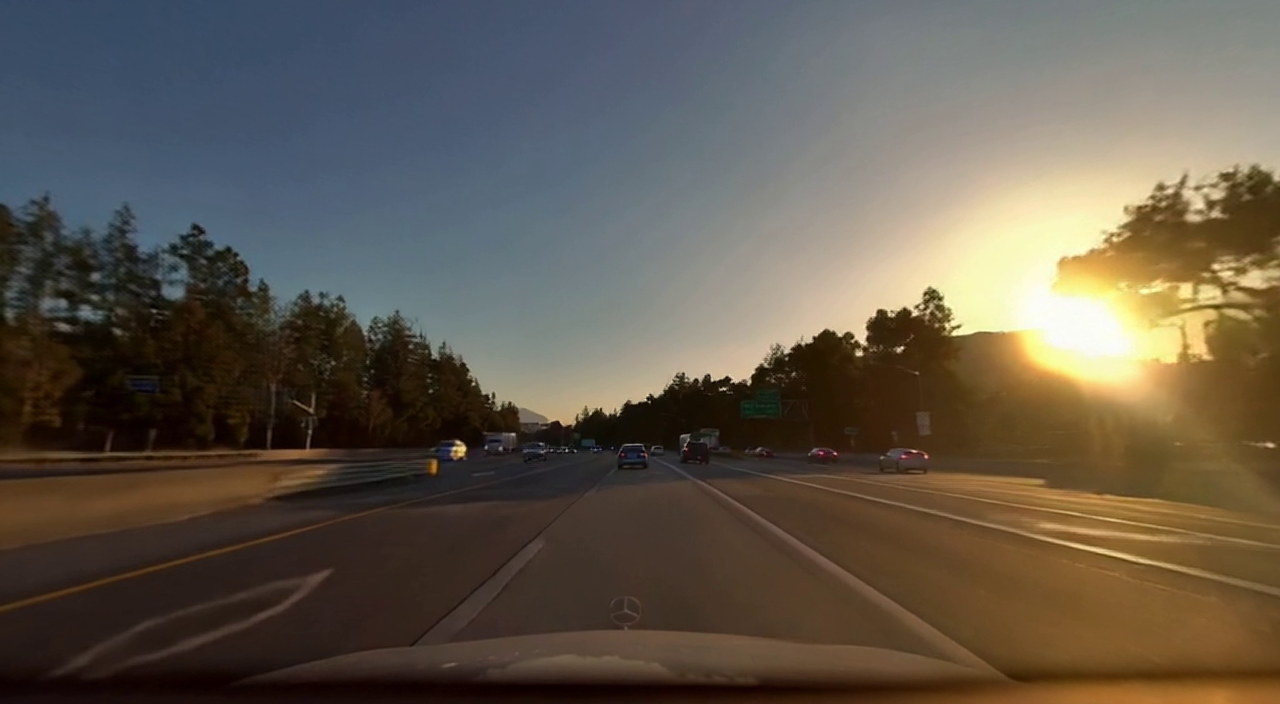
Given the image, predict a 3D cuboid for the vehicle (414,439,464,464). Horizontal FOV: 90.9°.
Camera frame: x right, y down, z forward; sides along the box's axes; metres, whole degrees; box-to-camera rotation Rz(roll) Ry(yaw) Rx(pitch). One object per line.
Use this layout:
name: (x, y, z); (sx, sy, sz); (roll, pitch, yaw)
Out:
vehicle: (-14.599, 7.270, 46.112); (2.122, 1.708, 4.690); (0, -8, 0)

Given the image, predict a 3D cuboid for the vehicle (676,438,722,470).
vehicle: (3.880, 6.856, 42.630); (2.505, 2.020, 5.532); (0, -8, -1)

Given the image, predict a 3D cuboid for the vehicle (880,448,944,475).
vehicle: (15.626, 6.278, 36.470); (1.872, 1.459, 4.502); (0, -8, 2)

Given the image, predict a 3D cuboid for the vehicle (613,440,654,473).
vehicle: (-0.350, 5.726, 34.812); (2.105, 1.711, 4.293); (0, -8, 0)
